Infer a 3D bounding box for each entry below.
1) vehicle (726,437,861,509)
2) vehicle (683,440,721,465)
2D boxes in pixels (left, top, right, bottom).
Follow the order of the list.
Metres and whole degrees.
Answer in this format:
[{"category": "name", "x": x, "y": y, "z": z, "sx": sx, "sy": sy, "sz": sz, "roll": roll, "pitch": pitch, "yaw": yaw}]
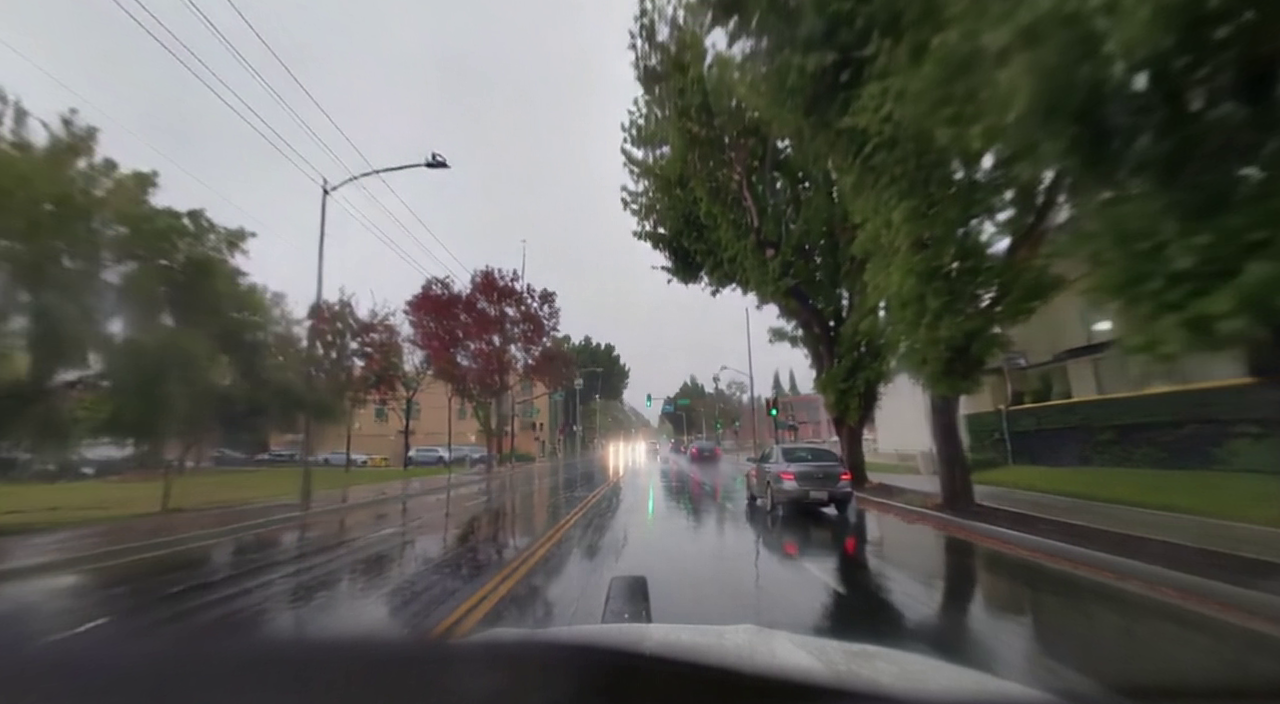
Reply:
[{"category": "vehicle", "x": 3.528, "y": 2.896, "z": 15.570, "sx": 2.072, "sy": 1.471, "sz": 4.834, "roll": 0, "pitch": -9, "yaw": -1}, {"category": "vehicle", "x": 4.070, "y": 6.683, "z": 41.952, "sx": 2.035, "sy": 1.564, "sz": 4.719, "roll": 0, "pitch": -9, "yaw": 0}]
